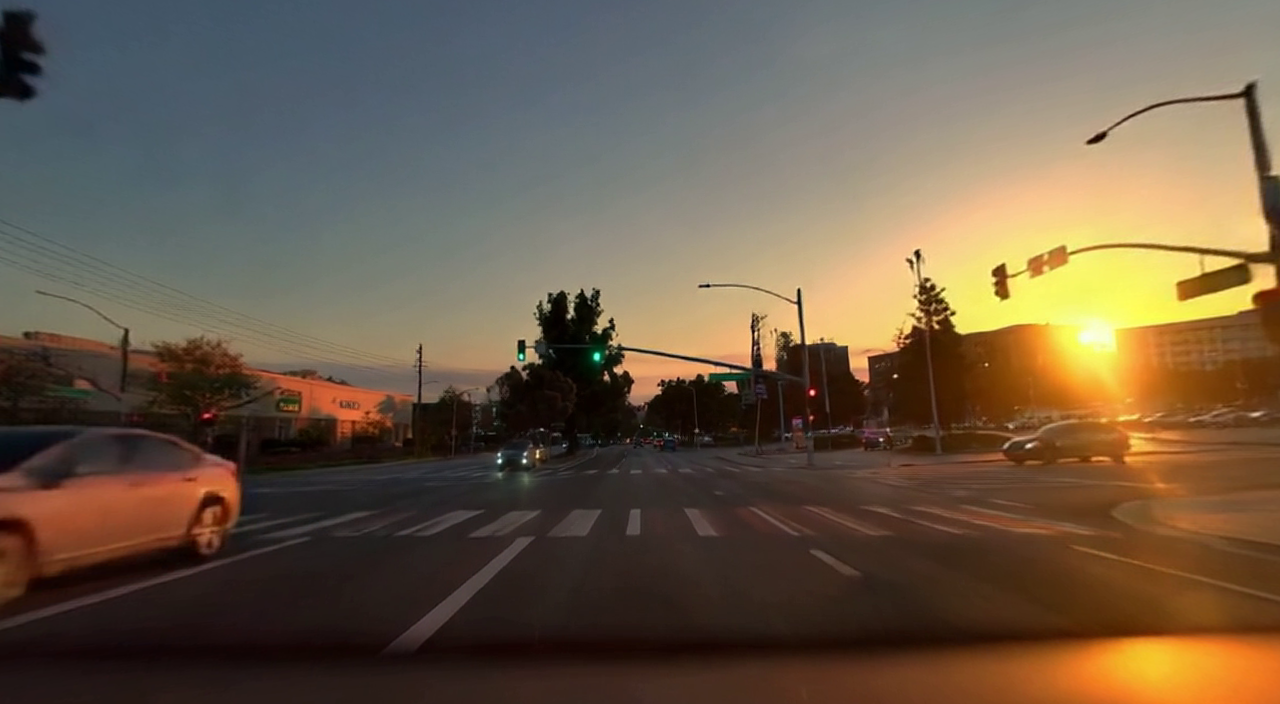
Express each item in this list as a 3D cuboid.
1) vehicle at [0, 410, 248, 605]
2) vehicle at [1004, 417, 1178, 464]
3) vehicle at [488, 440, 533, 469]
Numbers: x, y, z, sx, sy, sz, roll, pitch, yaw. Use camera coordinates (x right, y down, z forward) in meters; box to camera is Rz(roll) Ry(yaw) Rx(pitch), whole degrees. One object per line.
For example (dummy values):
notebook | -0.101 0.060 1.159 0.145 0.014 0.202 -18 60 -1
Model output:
vehicle | -6.643 1.553 6.758 2.074 1.692 4.333 0 -8 0
vehicle | 16.464 3.264 23.272 4.727 1.585 2.066 -1 -8 1
vehicle | -8.516 6.720 41.876 1.946 1.710 5.043 -2 -8 0
